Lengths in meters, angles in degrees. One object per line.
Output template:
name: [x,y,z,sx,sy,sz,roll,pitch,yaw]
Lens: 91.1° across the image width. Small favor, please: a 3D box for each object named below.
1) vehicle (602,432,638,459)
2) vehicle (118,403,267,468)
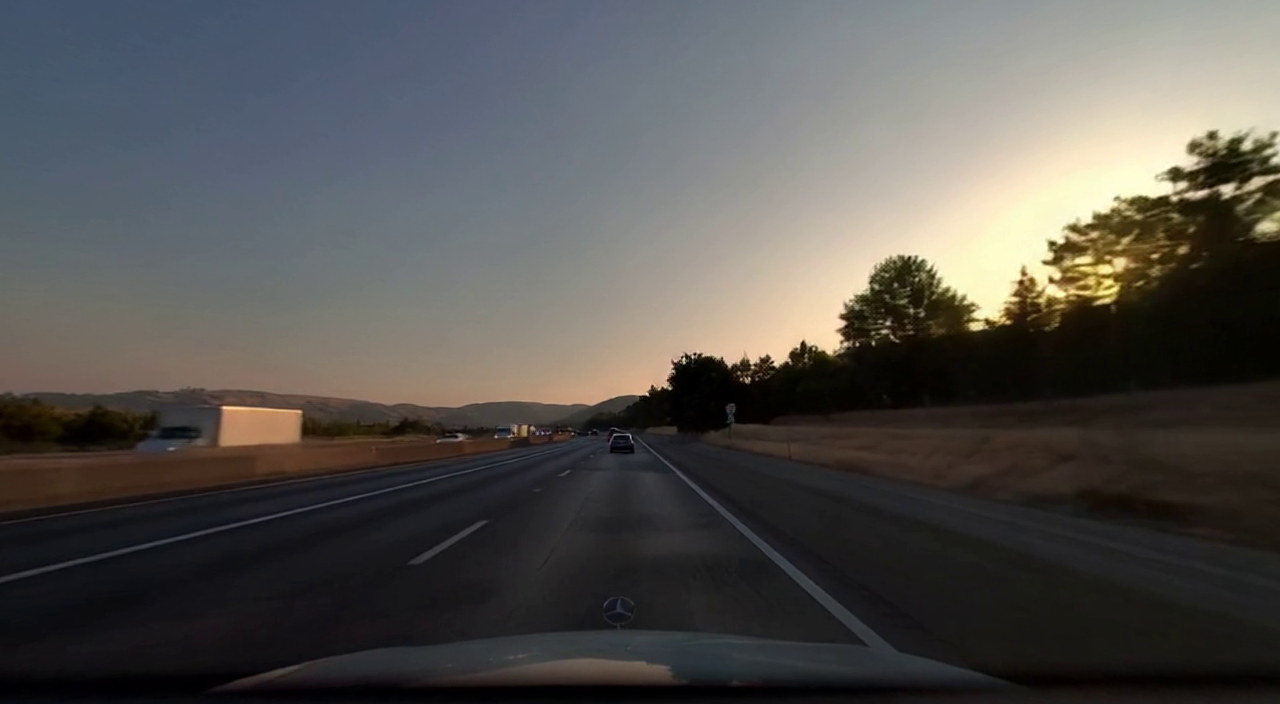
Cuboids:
vehicle: [-1.132,5.347,36.055,1.948,1.470,3.913,0,-8,-2]
vehicle: [-23.708,4.482,33.920,2.648,3.105,7.345,0,-8,-1]
